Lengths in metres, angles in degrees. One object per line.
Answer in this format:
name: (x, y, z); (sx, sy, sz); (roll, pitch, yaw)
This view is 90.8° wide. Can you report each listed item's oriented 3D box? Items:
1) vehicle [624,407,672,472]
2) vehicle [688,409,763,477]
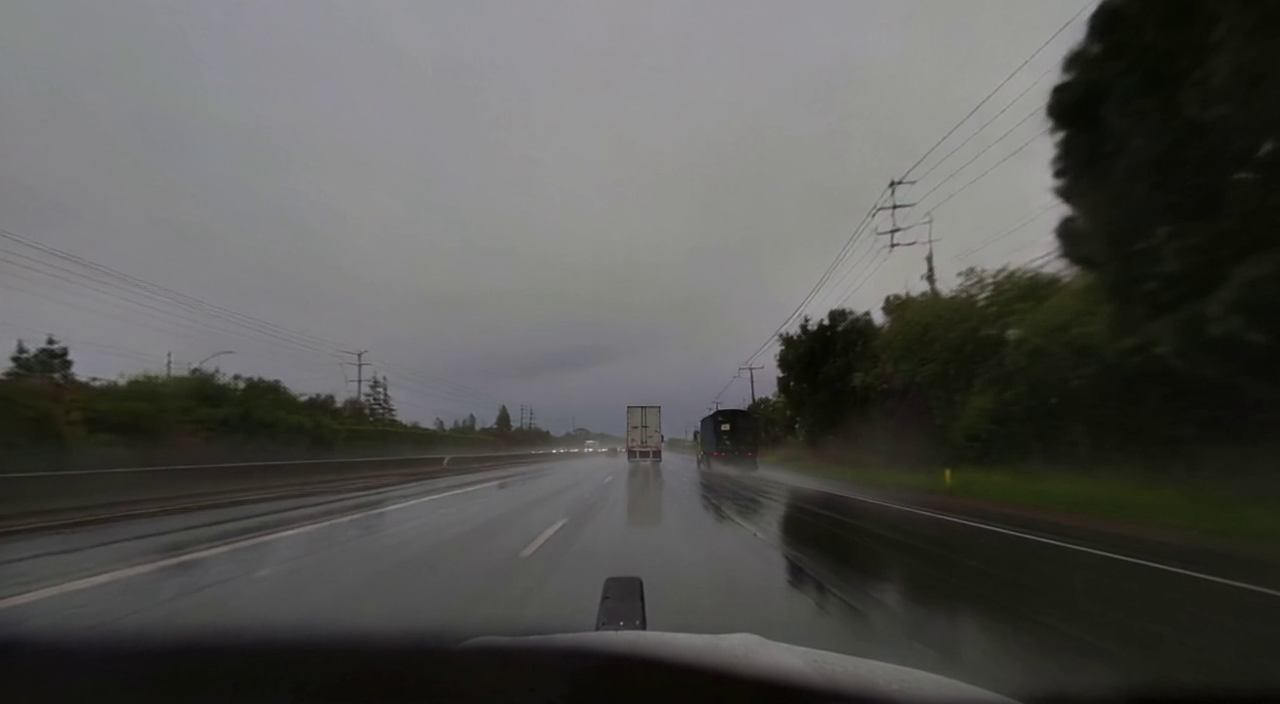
vehicle: (0.587, 6.581, 46.627); (2.997, 4.076, 13.224); (0, -9, 1)
vehicle: (4.621, 5.235, 35.962); (2.938, 3.378, 8.820); (0, -9, -1)
